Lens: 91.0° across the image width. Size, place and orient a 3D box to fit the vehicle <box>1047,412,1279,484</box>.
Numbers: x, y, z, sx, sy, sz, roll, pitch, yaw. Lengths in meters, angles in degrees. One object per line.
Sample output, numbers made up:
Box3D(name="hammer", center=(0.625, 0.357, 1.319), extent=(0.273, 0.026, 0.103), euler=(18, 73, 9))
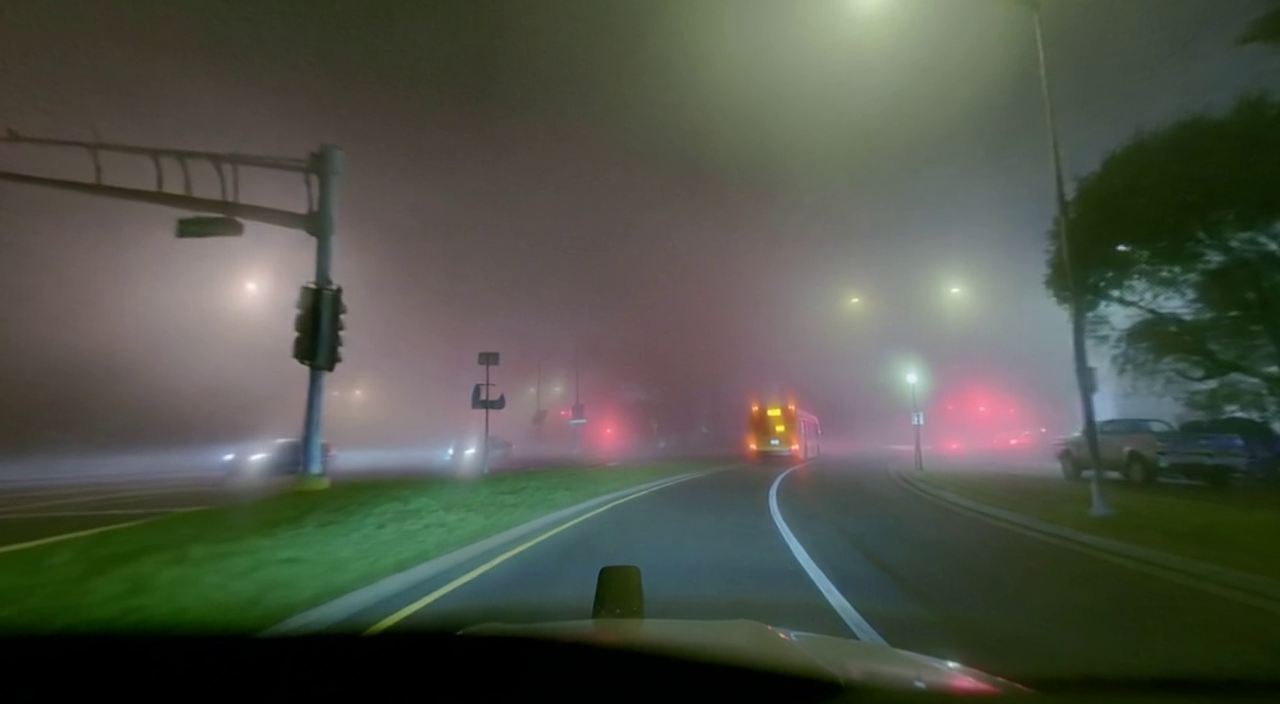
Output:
Box3D(name="vehicle", center=(15.821, 2.831, 18.605), extent=(5.856, 1.945, 2.183), euler=(-3, -9, 16))

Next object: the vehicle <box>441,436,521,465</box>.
Box3D(name="vehicle", center=(-8.744, 5.487, 35.115), extent=(1.887, 1.494, 4.443), euler=(-4, -10, 25))

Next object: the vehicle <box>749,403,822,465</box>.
Box3D(name="vehicle", center=(9.654, 5.374, 40.580), extent=(3.031, 3.429, 11.005), euler=(-3, -9, 20))

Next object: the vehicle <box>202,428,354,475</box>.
Box3D(name="vehicle", center=(-13.680, 3.806, 24.158), extent=(2.054, 1.607, 4.615), euler=(-4, -9, 25))
